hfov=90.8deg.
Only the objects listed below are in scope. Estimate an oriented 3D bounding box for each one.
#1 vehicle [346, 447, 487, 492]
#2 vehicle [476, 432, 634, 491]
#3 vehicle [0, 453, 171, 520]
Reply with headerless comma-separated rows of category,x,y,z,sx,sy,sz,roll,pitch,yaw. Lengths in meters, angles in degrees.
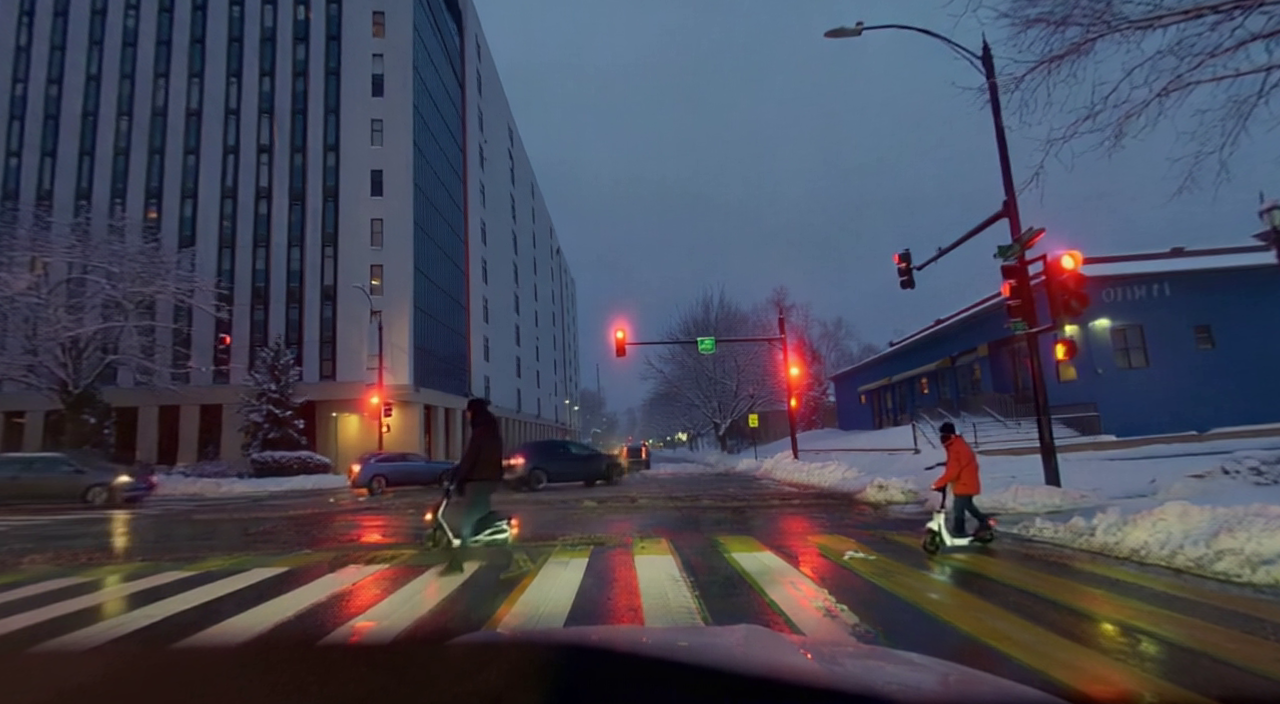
vehicle,-8.164,4.242,23.179,4.485,1.463,2.075,5,-10,-31
vehicle,-2.723,3.569,20.990,4.802,1.724,2.122,7,-11,-41
vehicle,-14.998,3.344,15.932,4.576,1.496,2.042,0,-8,-4
